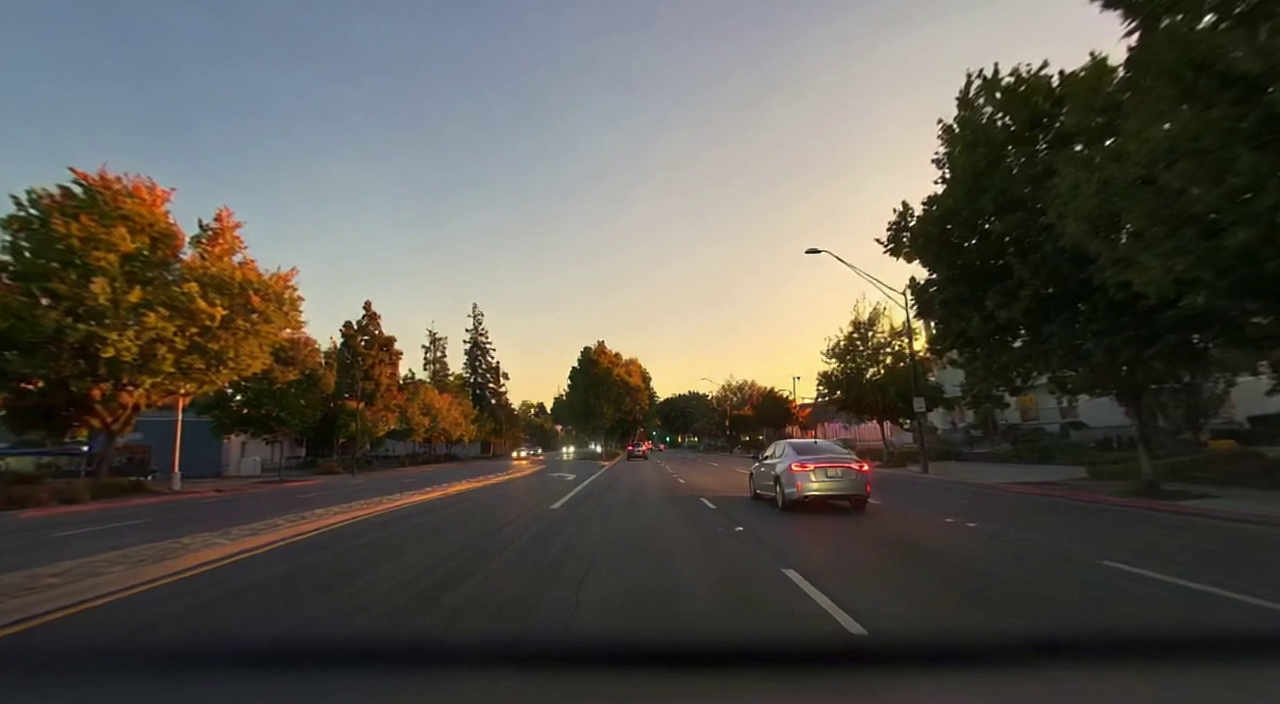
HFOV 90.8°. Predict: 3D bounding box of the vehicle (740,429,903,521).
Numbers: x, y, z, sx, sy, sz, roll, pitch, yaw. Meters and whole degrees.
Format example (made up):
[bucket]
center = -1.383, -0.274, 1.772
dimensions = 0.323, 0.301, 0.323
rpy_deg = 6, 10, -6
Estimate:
[vehicle]
center = 3.615, 2.552, 13.665
dimensions = 1.995, 1.616, 4.729
rpy_deg = 0, -9, -2
